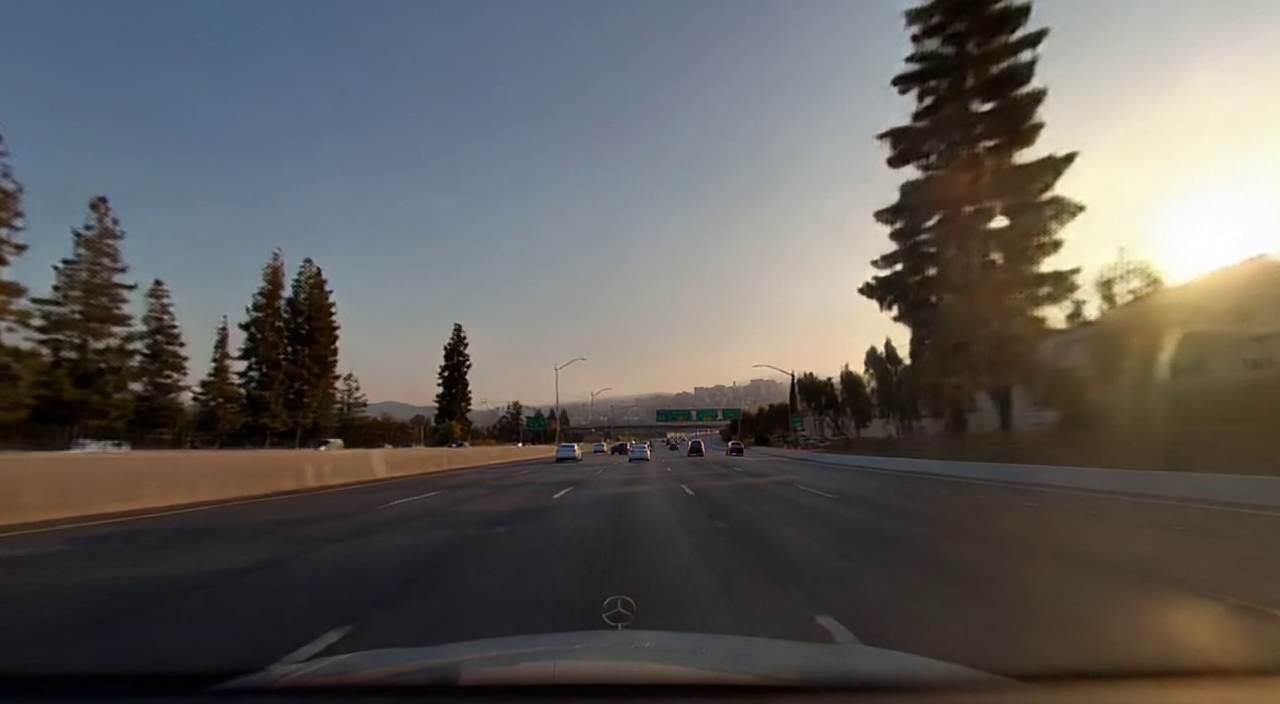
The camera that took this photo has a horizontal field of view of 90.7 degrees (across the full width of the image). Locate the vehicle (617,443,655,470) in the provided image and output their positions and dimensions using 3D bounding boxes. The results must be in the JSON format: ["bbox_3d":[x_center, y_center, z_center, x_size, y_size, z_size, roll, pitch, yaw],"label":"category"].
[{"bbox_3d":[-0.235,6.112,37.348,2.146,1.485,4.332,0,-8,0],"label":"vehicle"}]

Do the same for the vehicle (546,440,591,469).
[{"bbox_3d":[-4.468,6.473,40.174,2.260,1.706,4.177,0,-8,1],"label":"vehicle"}]

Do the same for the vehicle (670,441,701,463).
[{"bbox_3d":[3.481,7.753,49.312,2.084,1.624,3.935,0,-8,0],"label":"vehicle"}]

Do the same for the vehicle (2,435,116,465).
[{"bbox_3d":[-38.269,6.487,41.952,2.353,1.858,5.435,0,-8,0],"label":"vehicle"}]
